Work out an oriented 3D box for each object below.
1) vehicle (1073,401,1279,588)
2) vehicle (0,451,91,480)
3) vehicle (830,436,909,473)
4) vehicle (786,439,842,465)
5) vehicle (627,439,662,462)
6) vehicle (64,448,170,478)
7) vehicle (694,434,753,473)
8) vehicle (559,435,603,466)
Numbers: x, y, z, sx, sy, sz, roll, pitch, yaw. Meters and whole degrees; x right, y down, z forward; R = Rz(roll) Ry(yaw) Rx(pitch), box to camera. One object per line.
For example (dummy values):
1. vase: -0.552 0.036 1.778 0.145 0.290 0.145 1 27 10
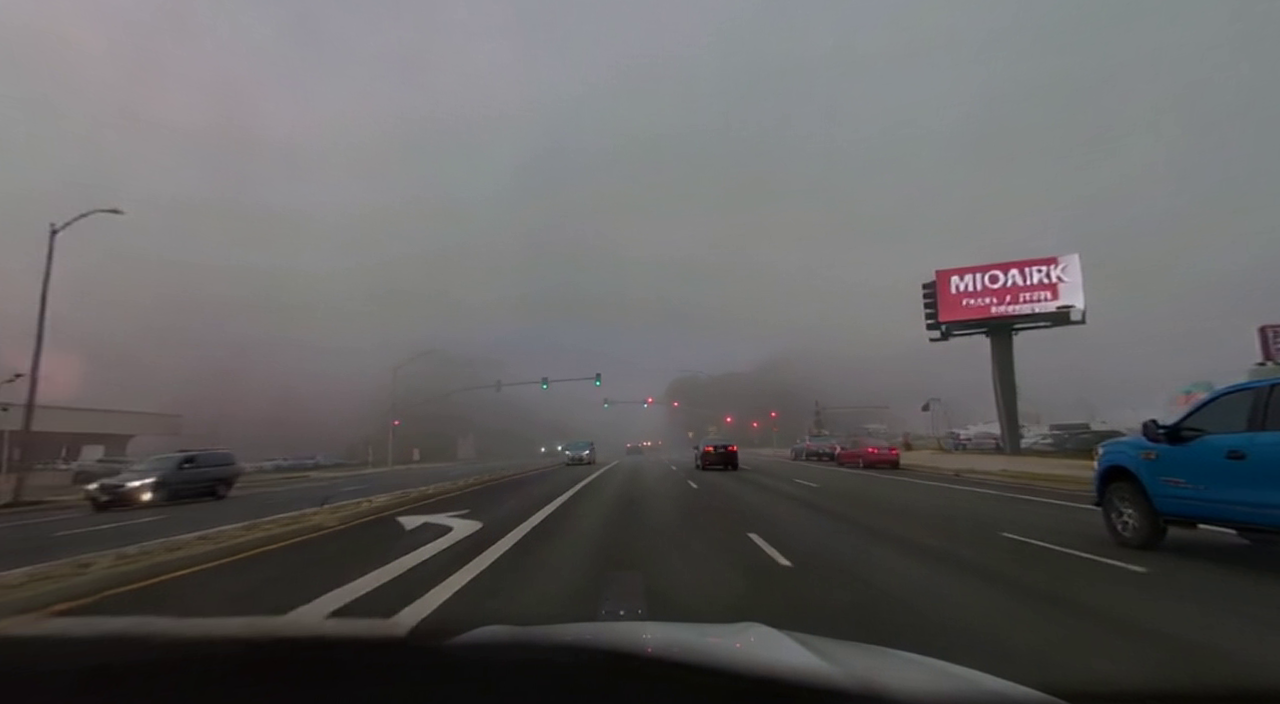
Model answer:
1. vehicle: 6.628 1.212 5.321 2.140 1.606 5.437 0 -8 0
2. vehicle: -40.239 7.632 42.768 1.879 1.747 4.268 -7 -11 40
3. vehicle: 10.557 4.735 29.397 1.965 1.573 4.308 0 -8 -1
4. vehicle: 10.540 6.097 38.720 1.957 1.500 4.816 0 -8 -2
5. vehicle: 0.280 6.574 42.289 2.258 1.468 4.076 0 -8 0
6. vehicle: -35.654 7.533 43.169 5.329 1.893 2.122 8 -11 -42
7. vehicle: 3.506 4.378 27.395 1.889 1.541 4.303 0 -8 -1
8. vehicle: -3.409 5.823 37.446 2.117 1.751 4.478 0 -8 0
